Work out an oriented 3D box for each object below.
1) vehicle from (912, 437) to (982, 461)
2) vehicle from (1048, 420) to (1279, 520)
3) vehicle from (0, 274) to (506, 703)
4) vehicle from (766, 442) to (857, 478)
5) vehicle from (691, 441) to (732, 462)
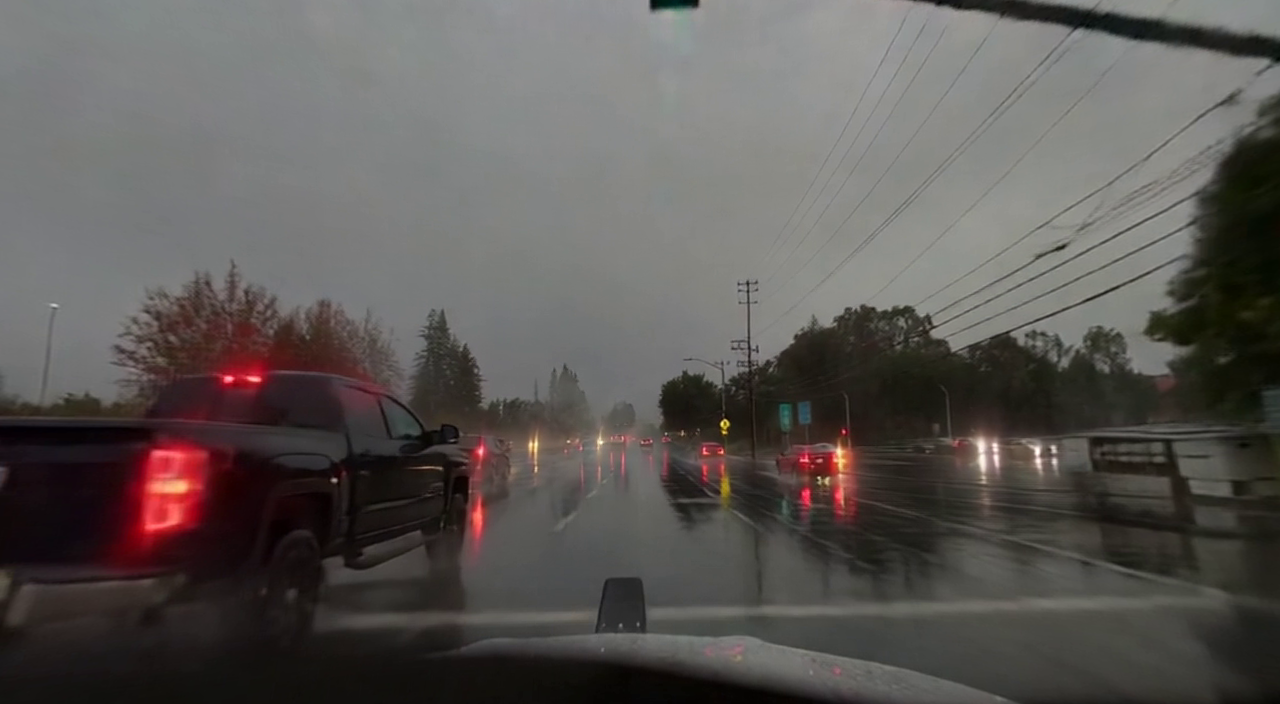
[{"bbox_3d":[21.998,6.978,45.472,1.860,1.597,4.261,3,-9,-23],"label":"vehicle"},{"bbox_3d":[11.554,2.310,12.698,2.150,1.735,5.106,4,-10,-28],"label":"vehicle"},{"bbox_3d":[-3.071,1.112,5.516,2.467,1.991,6.089,0,-8,0],"label":"vehicle"},{"bbox_3d":[7.442,4.710,27.902,1.840,1.428,4.602,2,-9,-14],"label":"vehicle"},{"bbox_3d":[4.994,7.048,44.896,2.071,1.435,4.226,1,-9,-5],"label":"vehicle"}]
